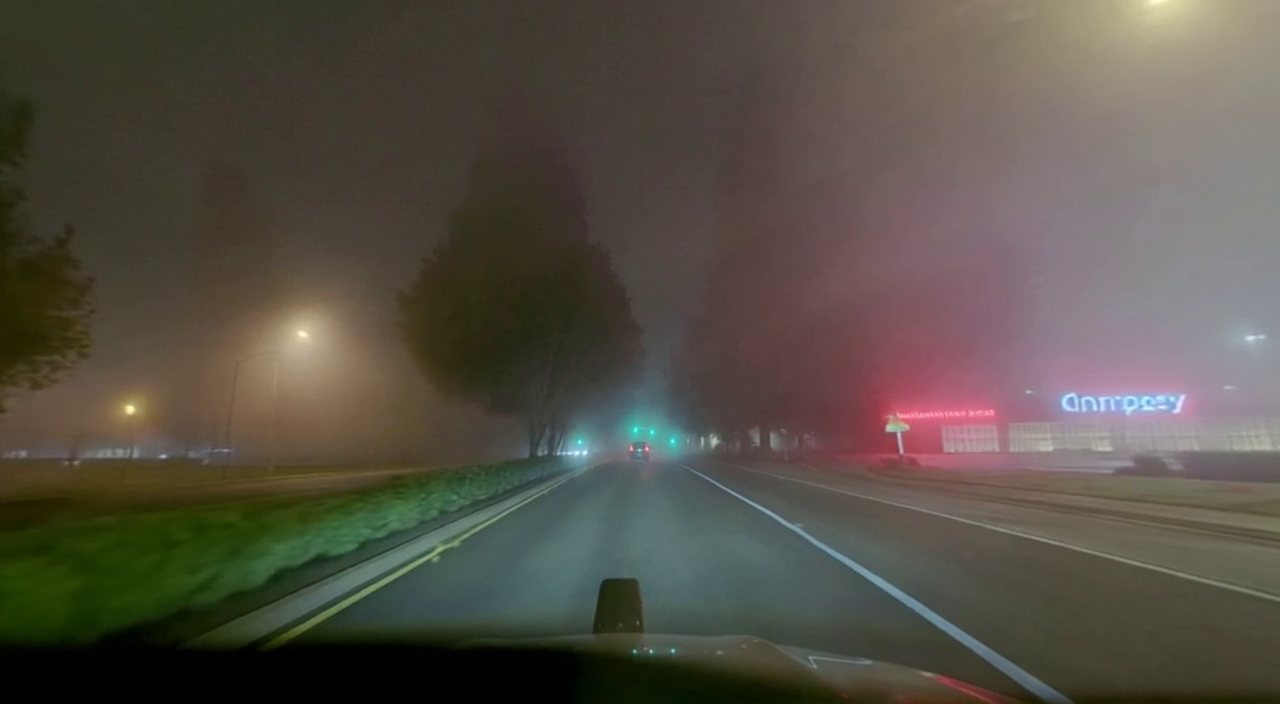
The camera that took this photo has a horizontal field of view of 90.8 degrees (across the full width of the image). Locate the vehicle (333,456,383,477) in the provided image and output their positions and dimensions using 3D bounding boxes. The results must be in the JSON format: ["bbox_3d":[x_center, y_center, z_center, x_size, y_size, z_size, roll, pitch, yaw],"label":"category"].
[{"bbox_3d":[-20.787,8.459,46.757,1.904,1.412,3.929,0,-9,0],"label":"vehicle"}]
